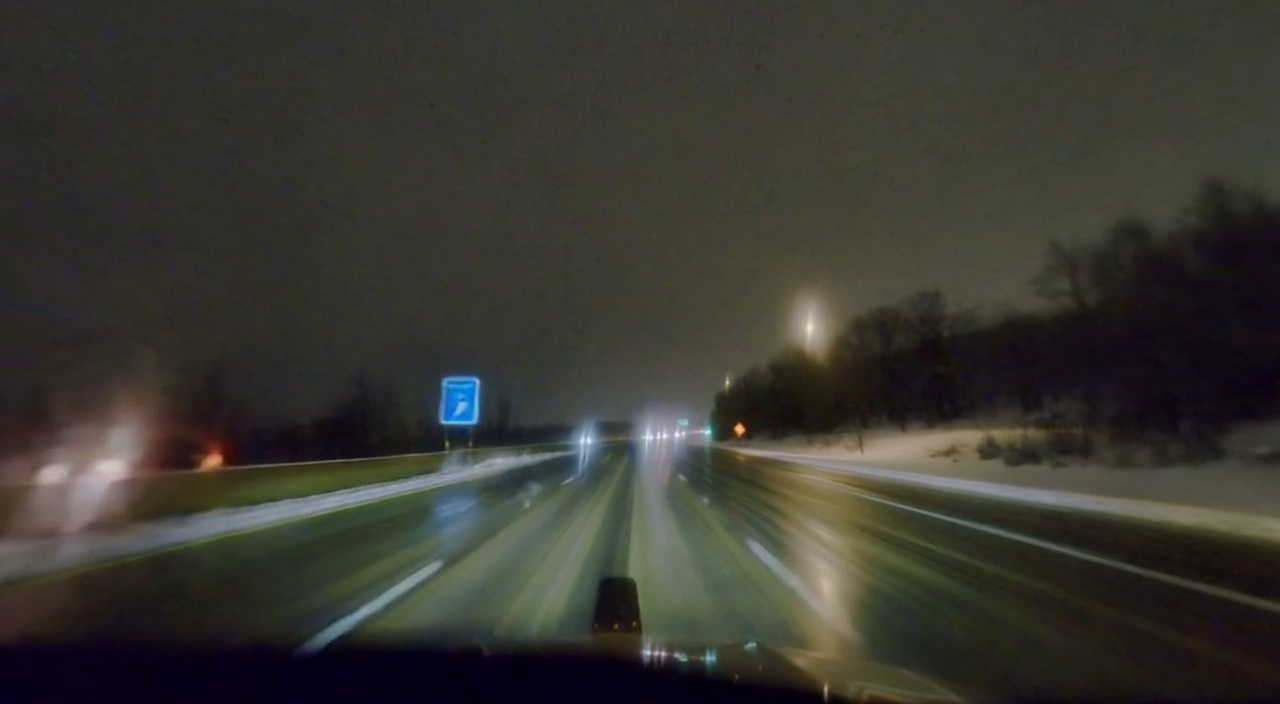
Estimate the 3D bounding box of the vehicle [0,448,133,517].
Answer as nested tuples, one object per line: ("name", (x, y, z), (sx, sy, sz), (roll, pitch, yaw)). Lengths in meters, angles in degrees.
("vehicle", (-15.260, 3.156, 15.584), (1.810, 1.481, 4.380), (0, -8, -1))
